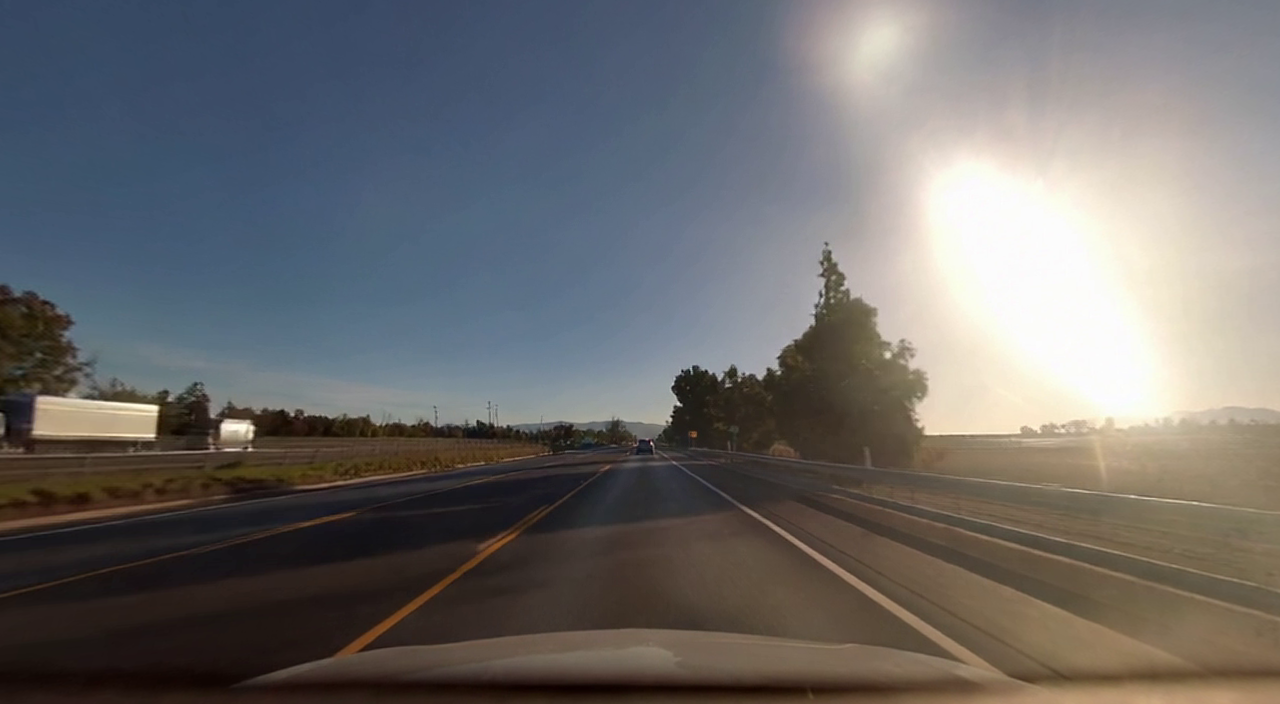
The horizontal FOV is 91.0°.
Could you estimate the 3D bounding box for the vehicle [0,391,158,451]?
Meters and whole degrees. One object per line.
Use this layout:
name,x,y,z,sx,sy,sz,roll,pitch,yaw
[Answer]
vehicle,-44.825,5.543,48.807,2.926,4.043,14.813,0,-8,1
